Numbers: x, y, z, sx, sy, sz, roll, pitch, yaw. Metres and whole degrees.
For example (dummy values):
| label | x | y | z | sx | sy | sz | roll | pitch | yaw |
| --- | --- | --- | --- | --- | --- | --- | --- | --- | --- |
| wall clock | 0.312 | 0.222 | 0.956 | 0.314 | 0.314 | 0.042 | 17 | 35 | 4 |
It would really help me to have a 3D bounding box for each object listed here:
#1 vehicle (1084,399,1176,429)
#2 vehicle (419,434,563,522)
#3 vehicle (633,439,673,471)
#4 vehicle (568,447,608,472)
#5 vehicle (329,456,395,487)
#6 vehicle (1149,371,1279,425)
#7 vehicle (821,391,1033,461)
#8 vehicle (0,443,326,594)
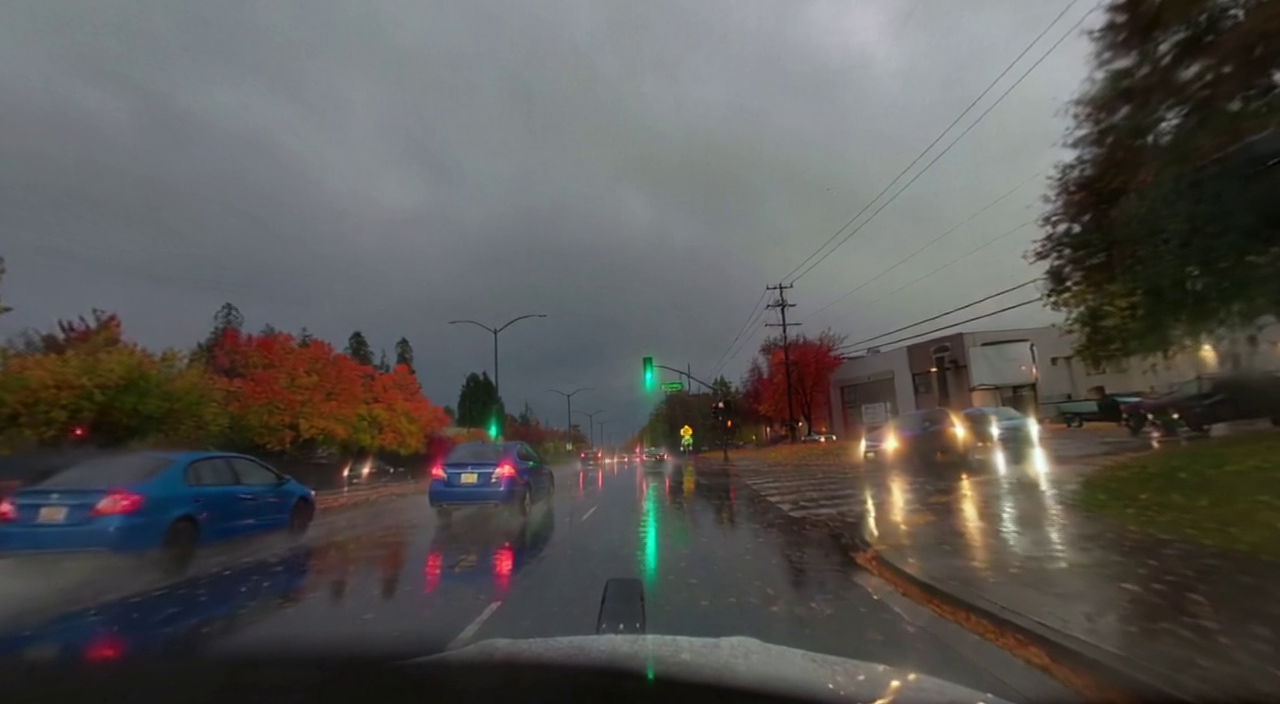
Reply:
| label | x | y | z | sx | sy | sz | roll | pitch | yaw |
| --- | --- | --- | --- | --- | --- | --- | --- | --- | --- |
| vehicle | 33.073 | 4.221 | 42.634 | 1.936 | 1.662 | 4.334 | 0 | -9 | -30 |
| vehicle | -3.183 | 2.782 | 14.581 | 2.085 | 1.663 | 4.513 | 1 | -8 | 2 |
| vehicle | 0.706 | 5.906 | 36.300 | 2.144 | 1.704 | 4.028 | 1 | -8 | 0 |
| vehicle | -3.301 | 6.926 | 40.762 | 2.068 | 1.482 | 4.490 | 1 | -8 | 2 |
| vehicle | -18.559 | 7.951 | 42.325 | 2.031 | 1.818 | 4.887 | 1 | -8 | 2 |
| vehicle | 21.765 | 1.715 | 22.880 | 4.625 | 1.760 | 2.065 | 1 | -8 | 3 |
| vehicle | 10.188 | 2.711 | 22.774 | 6.464 | 2.280 | 2.483 | 1 | -8 | -4 |
| vehicle | -6.670 | 2.147 | 9.117 | 1.932 | 1.596 | 4.247 | 1 | -8 | 1 |
